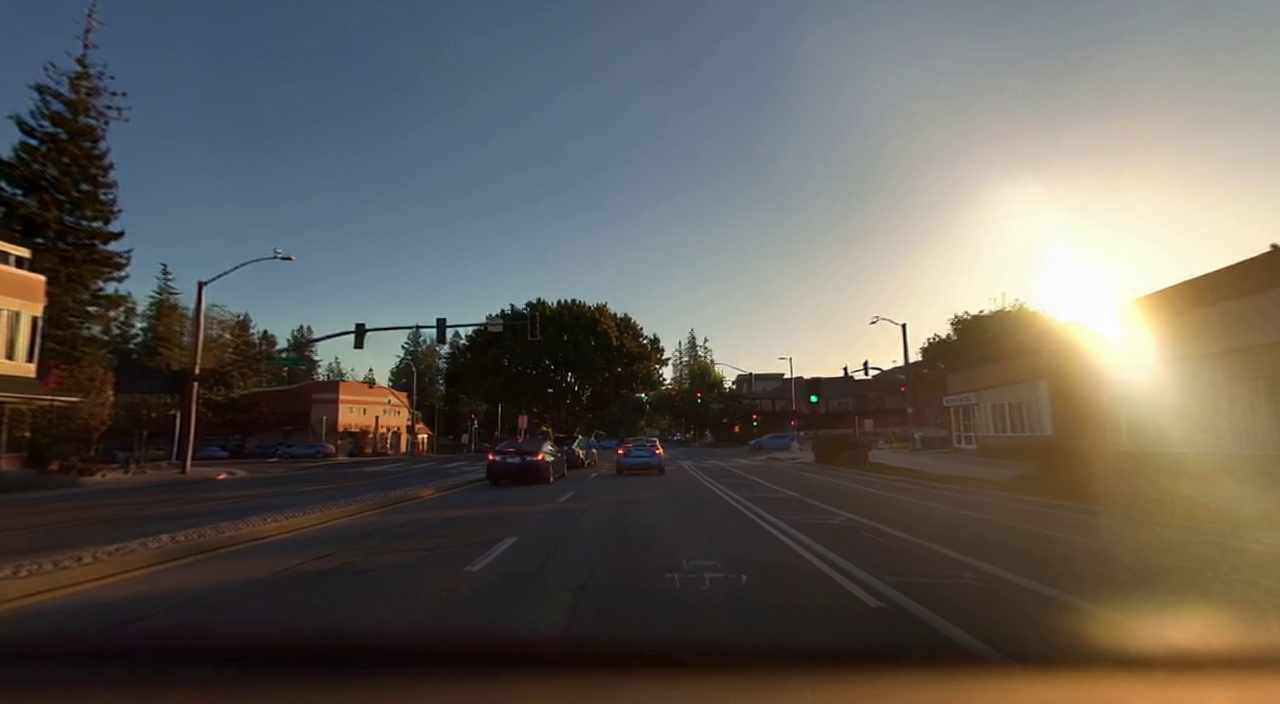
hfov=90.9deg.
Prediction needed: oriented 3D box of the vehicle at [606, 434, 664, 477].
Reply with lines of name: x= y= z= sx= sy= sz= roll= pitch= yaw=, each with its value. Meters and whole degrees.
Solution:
vehicle: x=-0.185 y=3.973 z=24.419 sx=2.066 sy=1.482 sz=3.923 roll=0 pitch=-8 yaw=0

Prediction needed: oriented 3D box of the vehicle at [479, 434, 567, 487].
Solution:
vehicle: x=-3.639 y=3.471 z=20.513 sx=1.942 sy=1.497 sz=4.561 roll=0 pitch=-8 yaw=1
